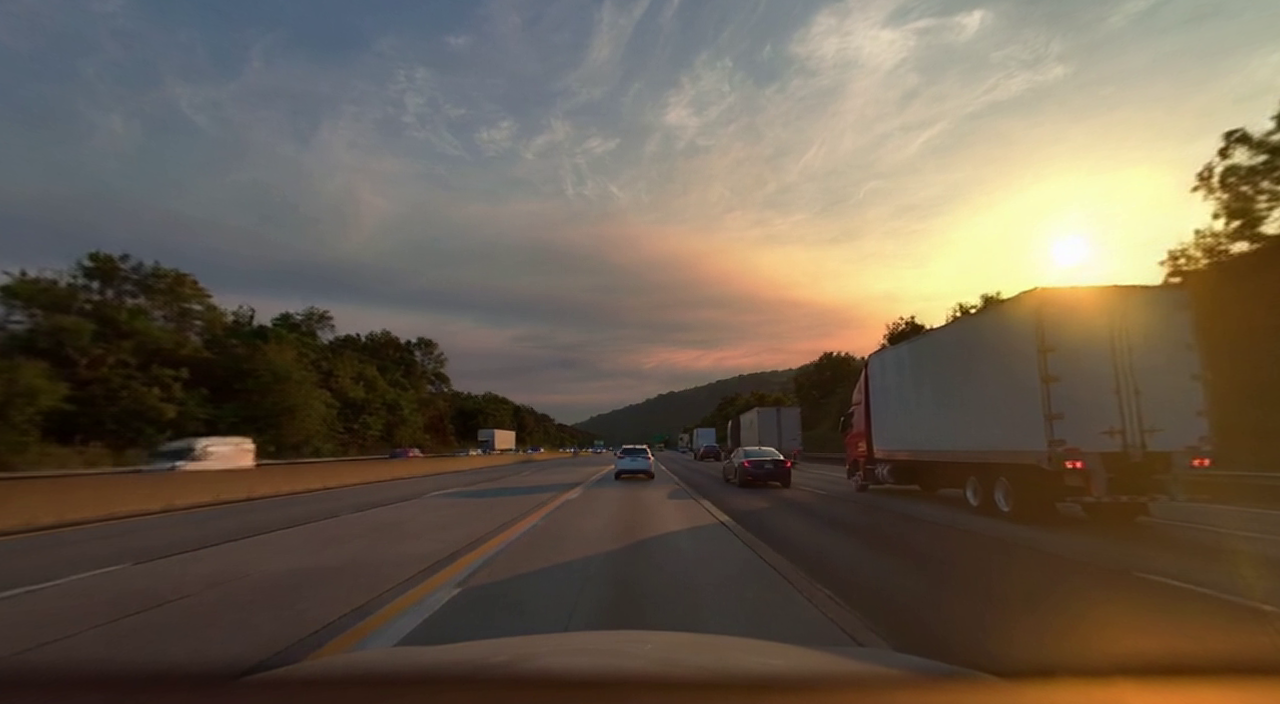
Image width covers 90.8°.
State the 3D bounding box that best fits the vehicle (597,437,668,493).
[{"bbox_3d":[-0.207,3.550,20.091,2.023,1.618,3.628,0,-9,0],"label":"vehicle"}]

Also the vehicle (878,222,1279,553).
[{"bbox_3d":[7.606,1.005,11.935,2.823,4.063,8.485,0,-9,0],"label":"vehicle"}]

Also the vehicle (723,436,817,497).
[{"bbox_3d":[3.704,3.343,18.755,1.920,1.594,3.867,0,-9,-1],"label":"vehicle"}]

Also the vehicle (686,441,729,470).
[{"bbox_3d":[4.134,6.431,39.321,2.150,1.632,4.260,0,-9,0],"label":"vehicle"}]
